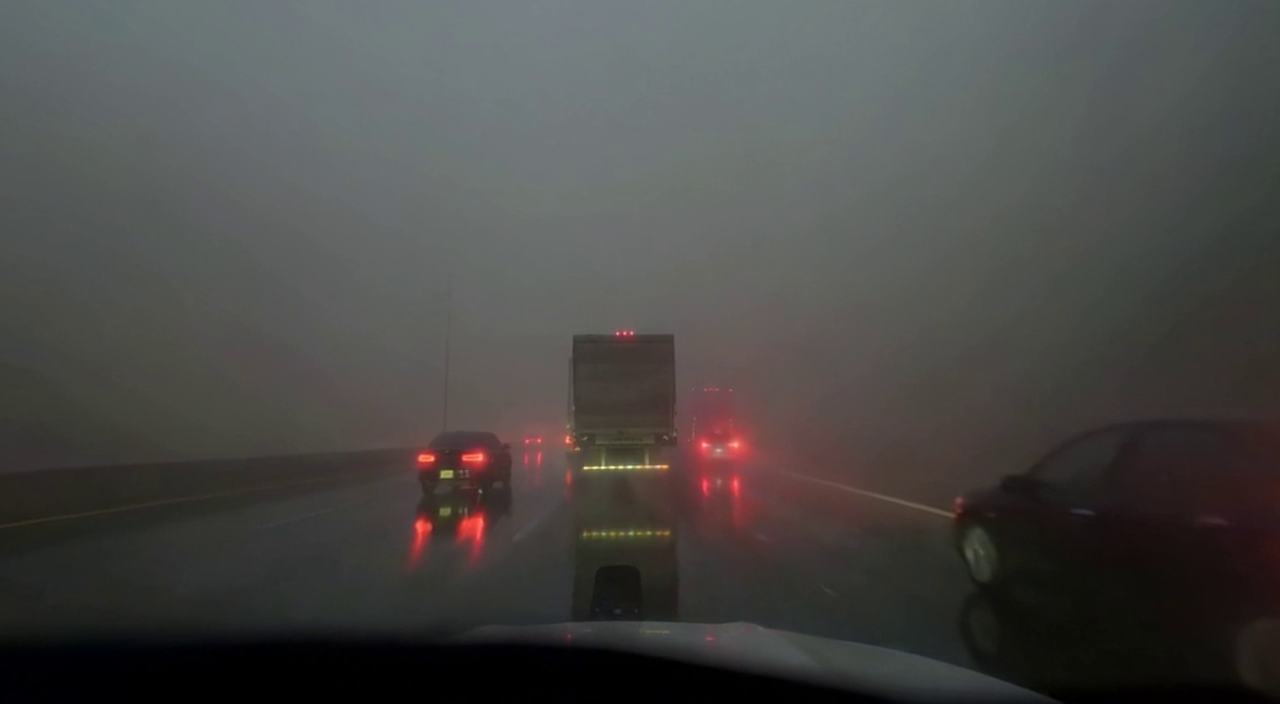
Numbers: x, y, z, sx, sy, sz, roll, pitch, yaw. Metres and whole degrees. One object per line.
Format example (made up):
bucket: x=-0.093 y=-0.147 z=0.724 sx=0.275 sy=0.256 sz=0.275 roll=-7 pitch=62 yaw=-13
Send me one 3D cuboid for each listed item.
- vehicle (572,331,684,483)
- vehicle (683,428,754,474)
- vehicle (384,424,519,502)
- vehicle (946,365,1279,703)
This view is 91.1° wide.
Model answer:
vehicle: x=-0.480 y=2.098 z=21.663 sx=2.938 sy=4.033 sz=9.980 roll=0 pitch=-8 yaw=-2
vehicle: x=2.797 y=3.627 z=23.334 sx=1.976 sy=1.513 sz=4.065 roll=0 pitch=-8 yaw=-2
vehicle: x=-4.066 y=2.433 z=14.271 sx=1.882 sy=1.493 sz=3.828 roll=0 pitch=-8 yaw=0
vehicle: x=3.547 y=0.890 z=3.057 sx=1.945 sy=1.529 sz=4.129 roll=0 pitch=-8 yaw=-1
